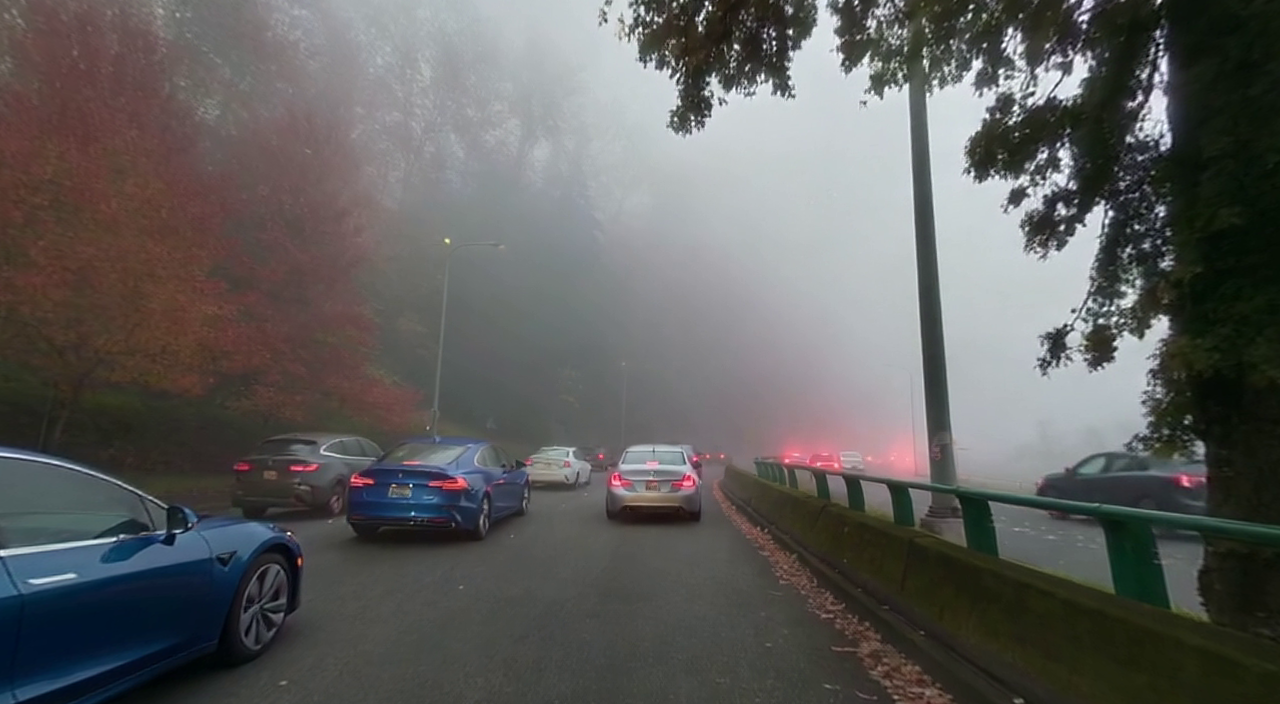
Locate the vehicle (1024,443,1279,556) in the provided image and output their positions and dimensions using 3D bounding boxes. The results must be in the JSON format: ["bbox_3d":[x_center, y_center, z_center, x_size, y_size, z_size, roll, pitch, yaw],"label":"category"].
[{"bbox_3d":[10.175,2.737,12.551,2.121,1.777,4.755,0,-9,2],"label":"vehicle"}]

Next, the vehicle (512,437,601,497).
[{"bbox_3d":[-2.432,3.495,19.521,1.930,1.635,4.260,0,-9,3],"label":"vehicle"}]

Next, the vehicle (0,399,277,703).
[{"bbox_3d":[-3.488,0.881,2.103,1.921,1.503,4.317,0,-9,1],"label":"vehicle"}]

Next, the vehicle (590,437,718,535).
[{"bbox_3d":[0.312,2.439,12.146,2.015,1.506,4.276,0,-9,2],"label":"vehicle"}]

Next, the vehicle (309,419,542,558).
[{"bbox_3d":[-2.988,2.010,10.024,1.979,1.663,4.513,0,-9,2],"label":"vehicle"}]
